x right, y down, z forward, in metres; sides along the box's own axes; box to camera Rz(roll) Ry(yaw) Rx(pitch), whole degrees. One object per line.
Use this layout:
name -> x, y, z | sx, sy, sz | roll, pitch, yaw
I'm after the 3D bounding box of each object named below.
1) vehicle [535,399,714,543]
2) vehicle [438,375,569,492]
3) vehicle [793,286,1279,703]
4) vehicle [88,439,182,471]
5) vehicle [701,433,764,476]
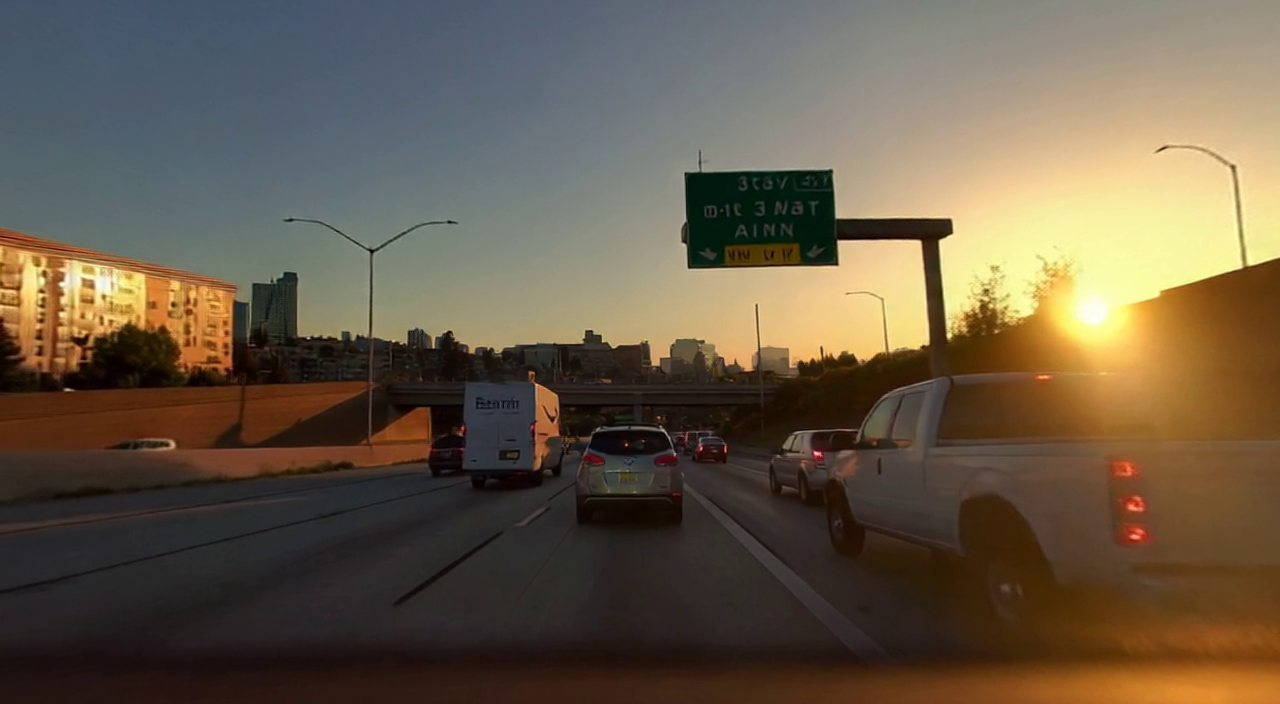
vehicle -> -0.194, 1.861, 10.346 | 2.287, 1.823, 4.369 | 0, -8, 0
vehicle -> -3.701, 2.483, 18.765 | 2.415, 2.821, 6.636 | 1, -9, 0
vehicle -> 3.033, 1.072, 4.839 | 2.341, 1.890, 5.144 | 1, -9, -1
vehicle -> -26.370, 5.384, 33.027 | 1.684, 1.517, 3.805 | 0, -9, 1
vehicle -> 3.941, 4.458, 27.582 | 2.064, 1.720, 4.416 | 0, -8, 0
